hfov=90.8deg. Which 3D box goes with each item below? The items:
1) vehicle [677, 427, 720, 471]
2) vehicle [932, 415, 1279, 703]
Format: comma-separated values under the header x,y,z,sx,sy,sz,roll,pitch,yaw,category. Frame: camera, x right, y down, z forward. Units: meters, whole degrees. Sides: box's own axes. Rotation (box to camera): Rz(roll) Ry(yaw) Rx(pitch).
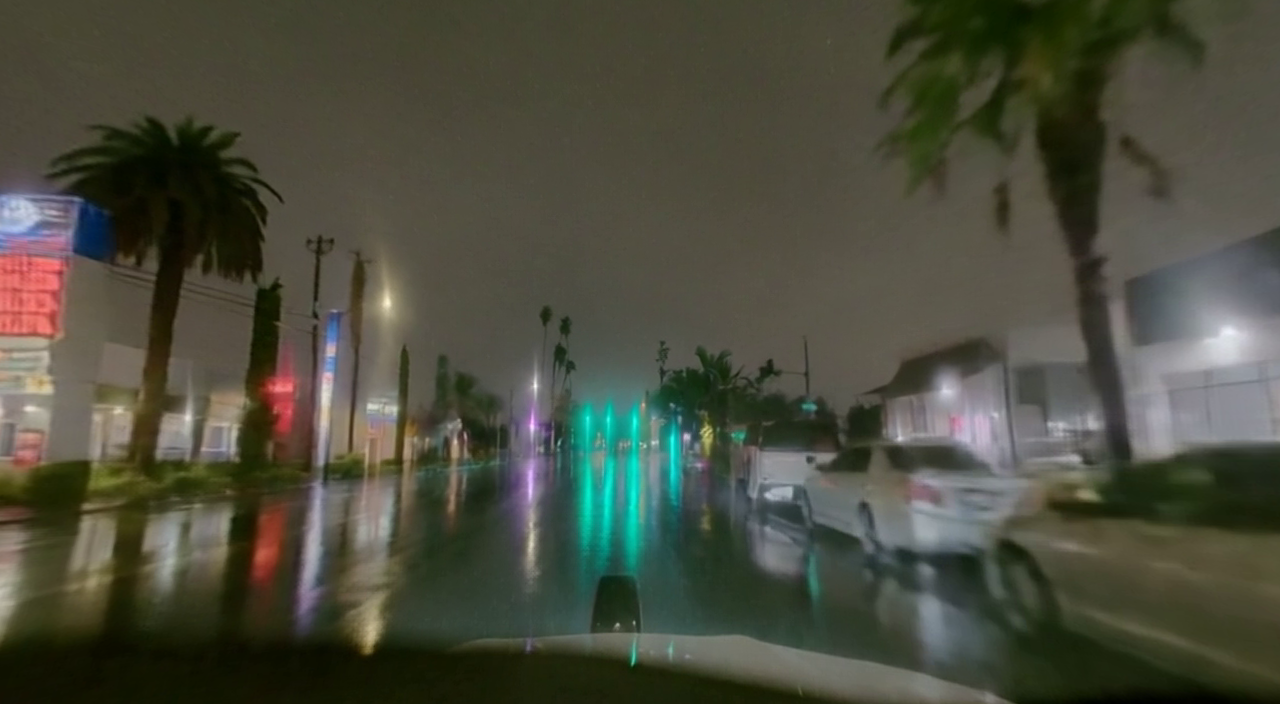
x,y,z,sx,sy,sz,roll,pitch,yaw,category
3.666,6.238,40.576,2.221,2.552,5.594,1,-9,0,vehicle
3.343,1.109,2.713,2.046,1.588,4.508,0,-9,1,vehicle
